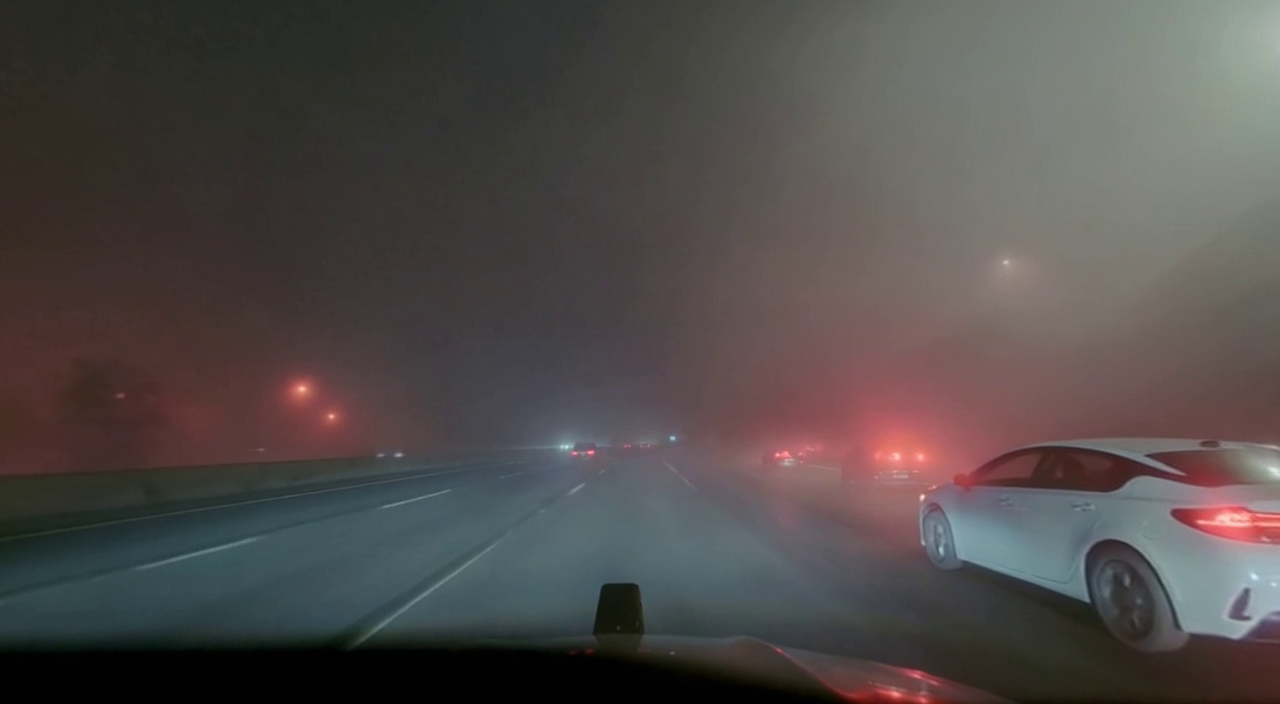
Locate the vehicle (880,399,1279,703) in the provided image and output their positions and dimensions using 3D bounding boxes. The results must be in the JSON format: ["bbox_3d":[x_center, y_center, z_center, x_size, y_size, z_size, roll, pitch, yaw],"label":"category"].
[{"bbox_3d":[3.853,1.321,4.956,2.047,1.532,4.884,0,-9,1],"label":"vehicle"}]

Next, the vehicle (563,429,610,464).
[{"bbox_3d":[-3.502,6.408,42.696,2.496,2.203,6.317,0,-9,1],"label":"vehicle"}]
